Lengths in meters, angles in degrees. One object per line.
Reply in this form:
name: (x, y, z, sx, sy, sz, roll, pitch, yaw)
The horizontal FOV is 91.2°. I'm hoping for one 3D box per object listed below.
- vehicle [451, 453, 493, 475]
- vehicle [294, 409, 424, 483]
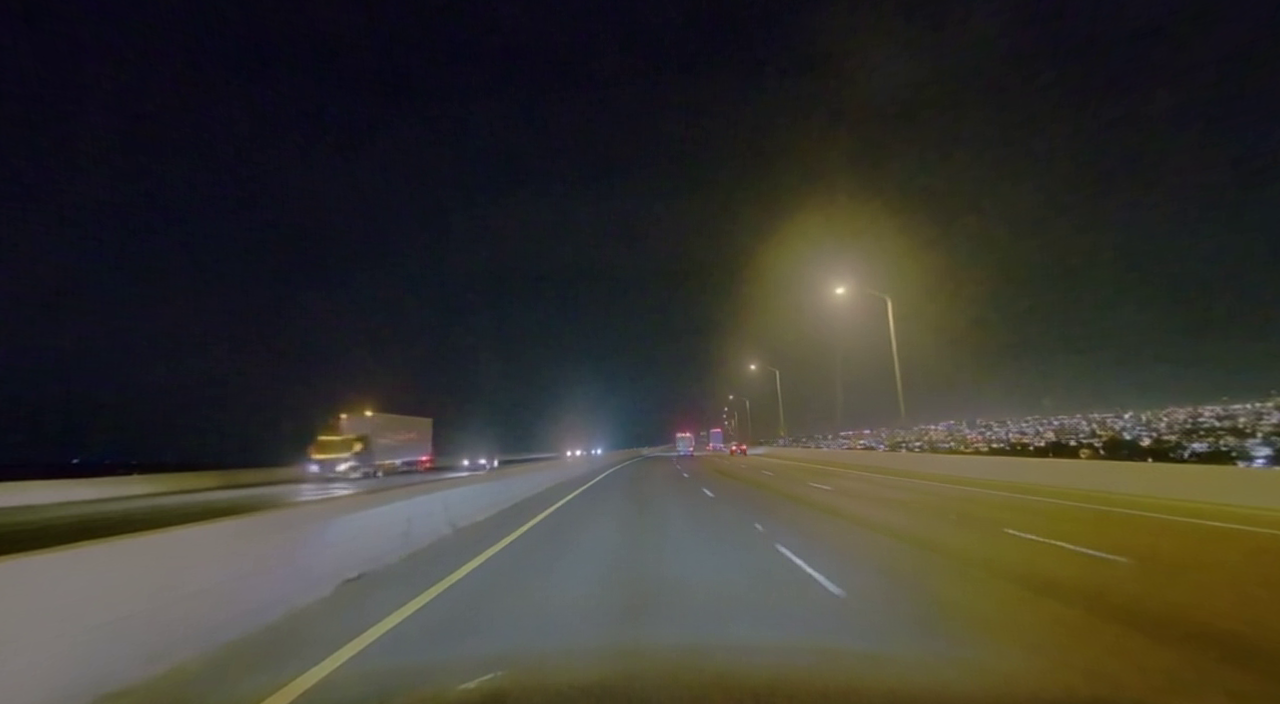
vehicle: (-12.217, 8.152, 45.900, 1.834, 1.504, 3.952, 0, -9, 2)
vehicle: (-16.856, 5.836, 38.887, 2.968, 3.924, 10.428, 0, -9, 2)
